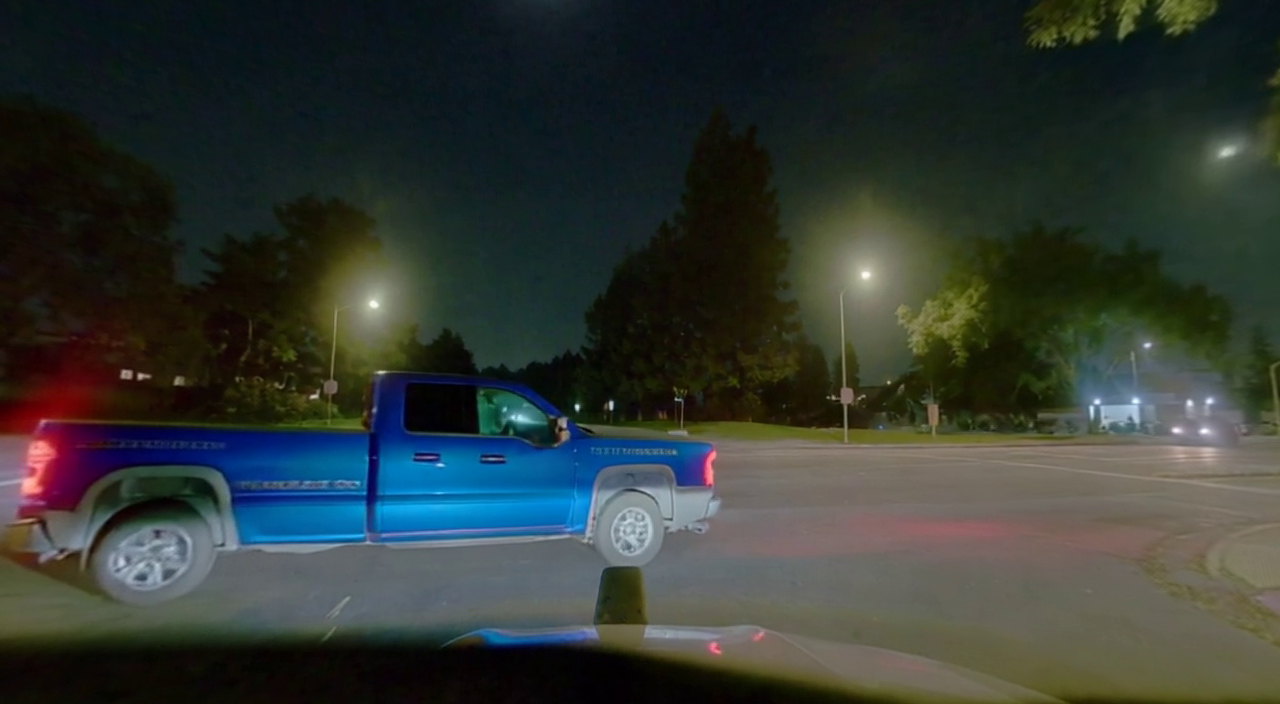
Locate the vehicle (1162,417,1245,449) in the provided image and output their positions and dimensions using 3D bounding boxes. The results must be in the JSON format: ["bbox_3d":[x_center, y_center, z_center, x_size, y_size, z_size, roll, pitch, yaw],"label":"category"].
[{"bbox_3d":[34.936,5.076,38.874,5.333,1.837,2.124,5,-10,-30],"label":"vehicle"}]

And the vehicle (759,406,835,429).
[{"bbox_3d":[10.754,4.547,43.099,4.674,1.483,1.745,1,-9,-9],"label":"vehicle"}]
